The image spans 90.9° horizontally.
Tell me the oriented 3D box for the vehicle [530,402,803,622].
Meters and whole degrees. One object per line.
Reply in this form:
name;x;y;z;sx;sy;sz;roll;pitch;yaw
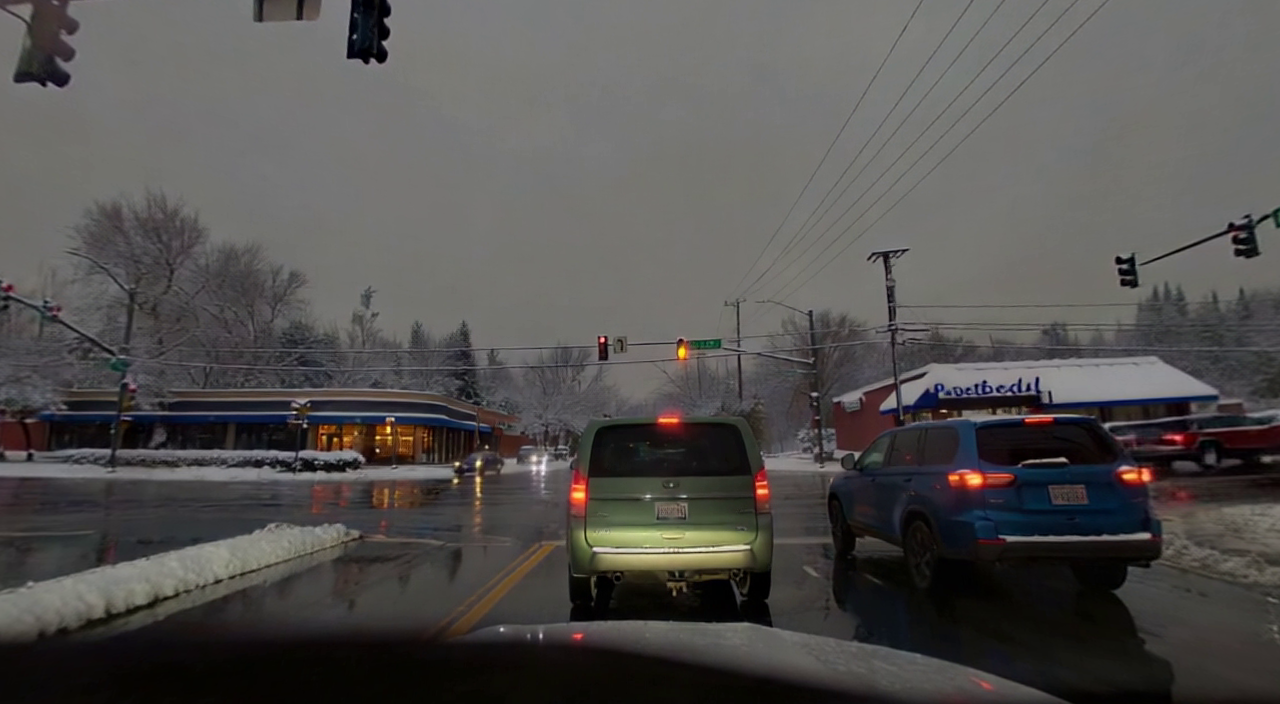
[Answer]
vehicle;0.251;1.512;6.829;2.098;1.682;3.778;0;-8;2

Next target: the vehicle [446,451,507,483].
vehicle;-9.548;6.759;37.272;2.023;1.713;4.451;-1;-8;6

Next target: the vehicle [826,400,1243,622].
vehicle;3.614;1.514;6.950;1.976;1.664;4.189;-1;-8;2

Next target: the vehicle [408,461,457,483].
vehicle;-15.490;8.955;47.270;1.875;1.475;4.449;-1;-8;5

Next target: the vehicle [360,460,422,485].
vehicle;-16.253;7.838;41.380;1.872;1.433;4.404;-1;-8;7
